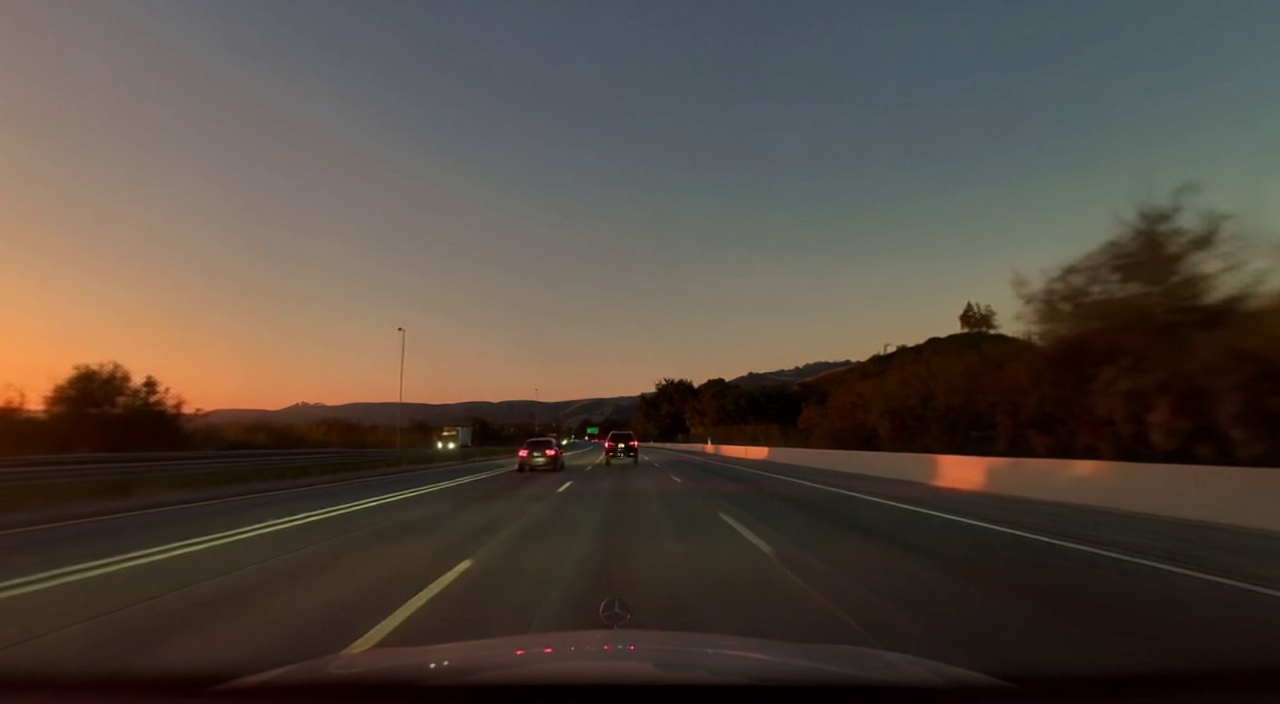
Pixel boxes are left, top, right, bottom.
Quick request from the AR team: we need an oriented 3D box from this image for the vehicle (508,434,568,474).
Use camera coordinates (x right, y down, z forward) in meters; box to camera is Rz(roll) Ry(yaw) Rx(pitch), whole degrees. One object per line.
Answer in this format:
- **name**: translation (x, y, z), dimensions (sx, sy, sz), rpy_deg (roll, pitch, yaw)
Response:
- **vehicle**: translation (-4.430, 4.512, 28.002), dimensions (2.039, 1.602, 4.317), rpy_deg (0, -8, -1)

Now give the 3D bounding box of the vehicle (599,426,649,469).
- **vehicle**: translation (-0.805, 4.805, 31.812), dimensions (2.382, 1.973, 4.439), rpy_deg (0, -8, -1)
